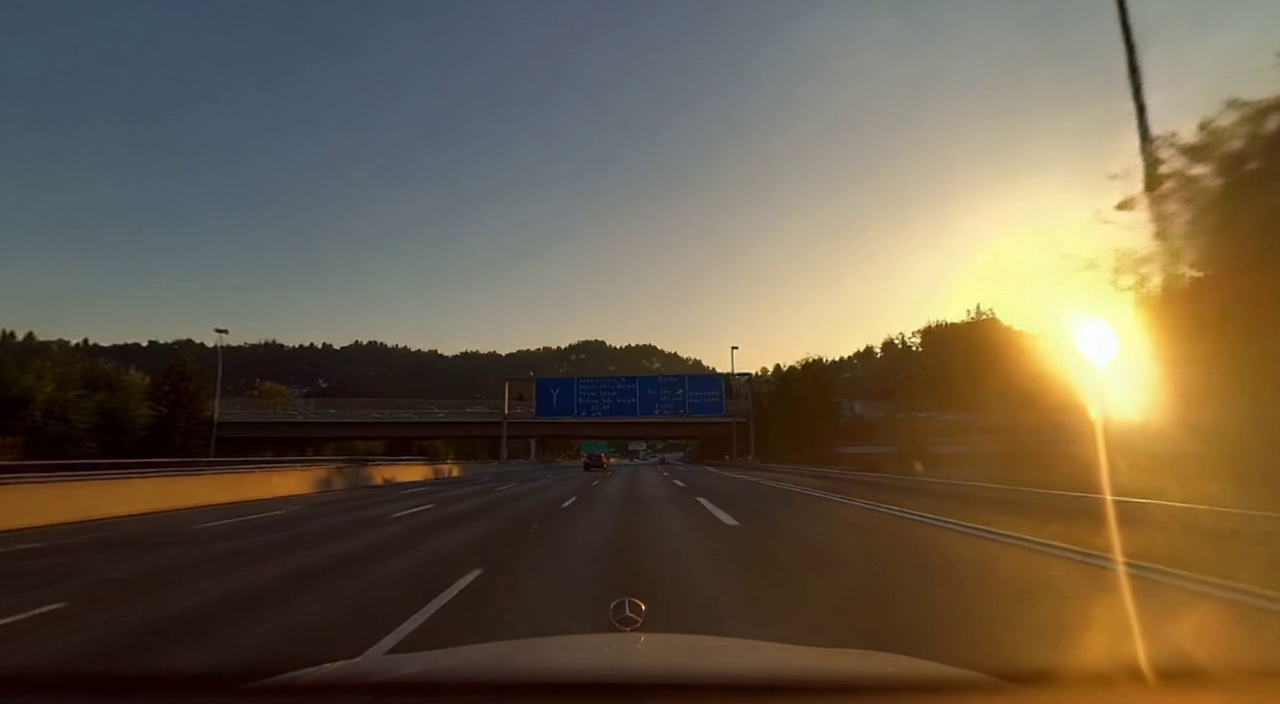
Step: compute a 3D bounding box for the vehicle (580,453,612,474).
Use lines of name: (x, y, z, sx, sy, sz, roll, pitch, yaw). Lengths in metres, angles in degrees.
vehicle: (-3.300, 8.431, 47.922, 2.041, 1.512, 3.996, 0, -9, 0)
